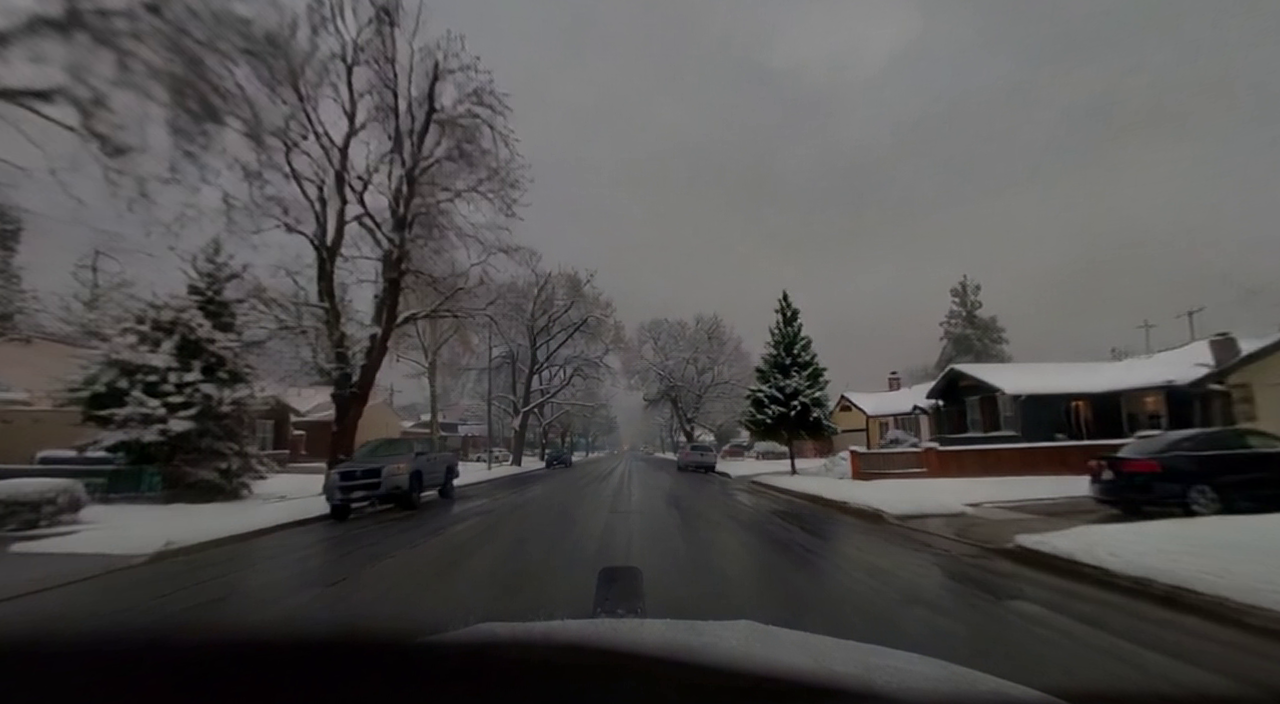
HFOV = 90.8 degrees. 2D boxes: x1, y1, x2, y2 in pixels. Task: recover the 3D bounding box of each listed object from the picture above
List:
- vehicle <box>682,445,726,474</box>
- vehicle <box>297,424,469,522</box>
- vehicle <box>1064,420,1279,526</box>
[{"bbox_3d":[3.609,6.202,36.659,1.996,1.585,4.371,0,-9,-1],"label":"vehicle"},{"bbox_3d":[-5.918,2.838,15.451,2.341,1.942,5.044,0,-9,-3],"label":"vehicle"},{"bbox_3d":[10.030,1.969,10.533,4.497,1.564,1.948,0,-9,-2],"label":"vehicle"}]
